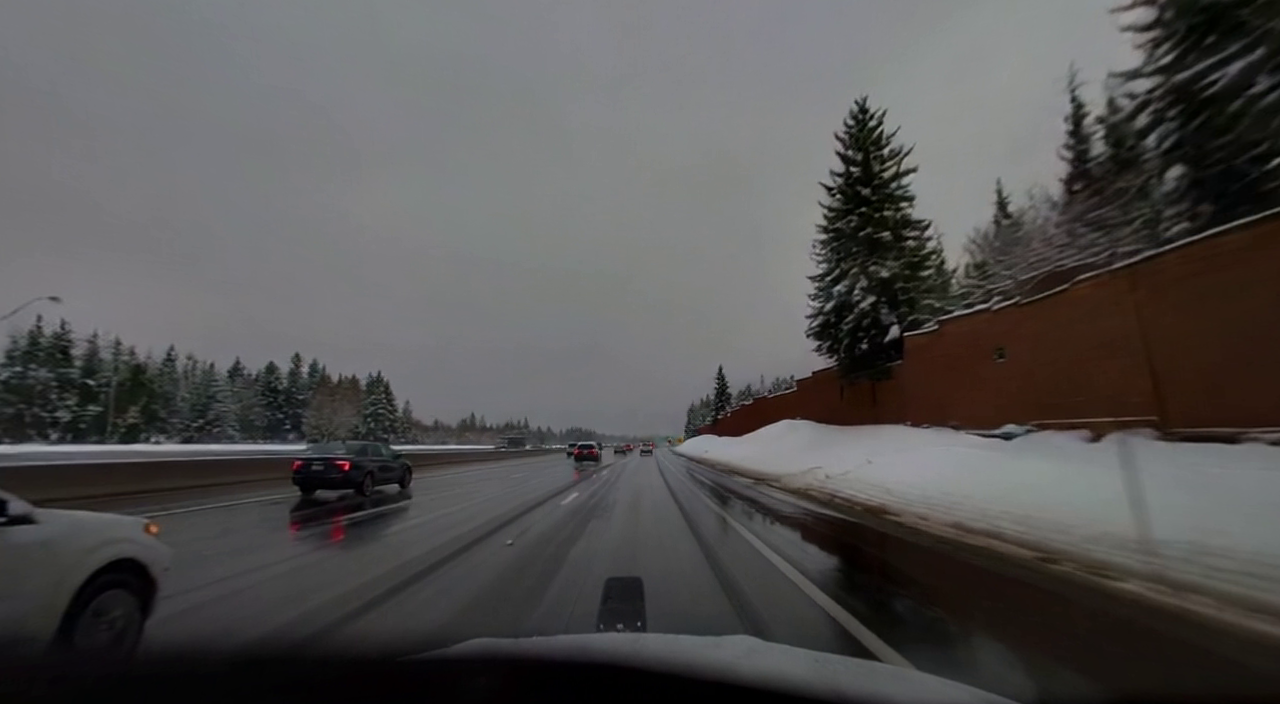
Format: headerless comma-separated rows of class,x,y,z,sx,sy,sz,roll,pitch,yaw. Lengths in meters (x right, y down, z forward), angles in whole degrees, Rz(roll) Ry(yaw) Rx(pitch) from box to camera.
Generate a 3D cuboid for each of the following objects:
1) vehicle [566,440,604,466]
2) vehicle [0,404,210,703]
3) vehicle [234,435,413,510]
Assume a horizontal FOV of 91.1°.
vehicle,-3.585,6.633,41.532,2.036,1.636,4.511,0,-8,1
vehicle,-3.753,0.807,1.547,1.945,1.484,4.803,0,-8,1
vehicle,-7.142,2.726,14.777,1.942,1.502,4.216,0,-8,1
